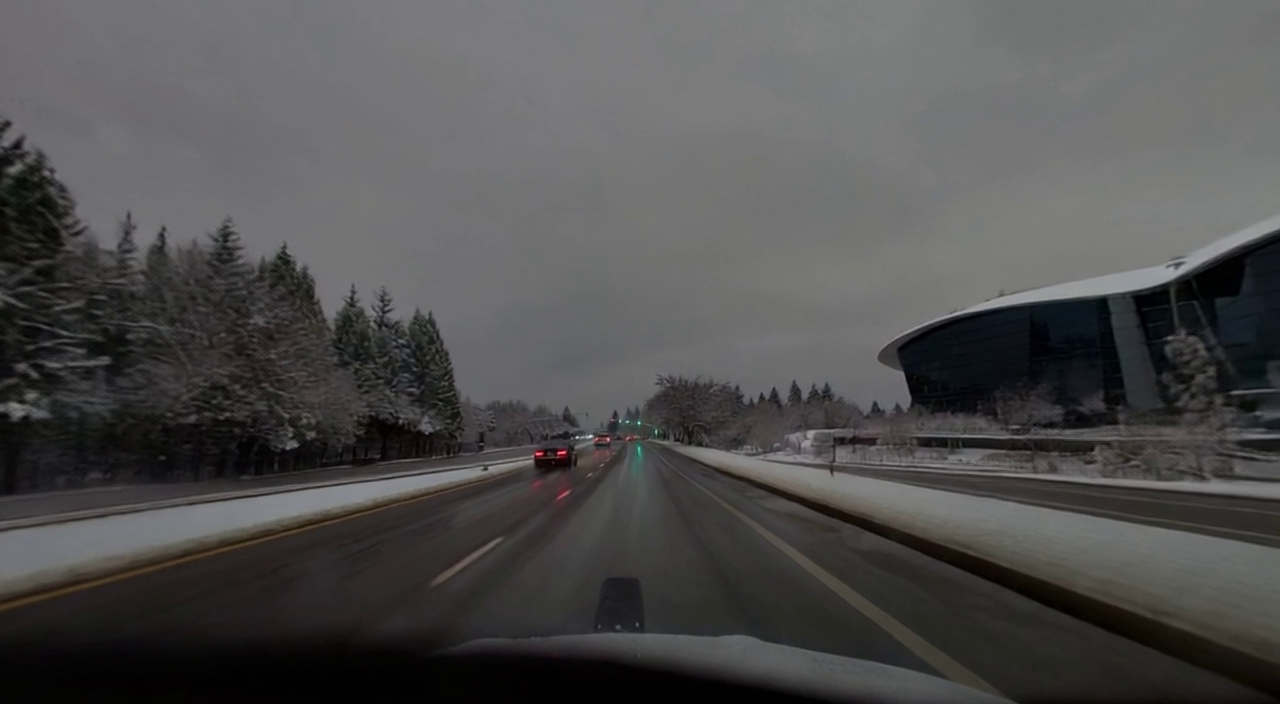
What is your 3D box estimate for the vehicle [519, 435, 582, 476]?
[{"bbox_3d":[-3.662,4.329,26.727,1.984,1.521,4.682,-1,-8,0],"label":"vehicle"}]
